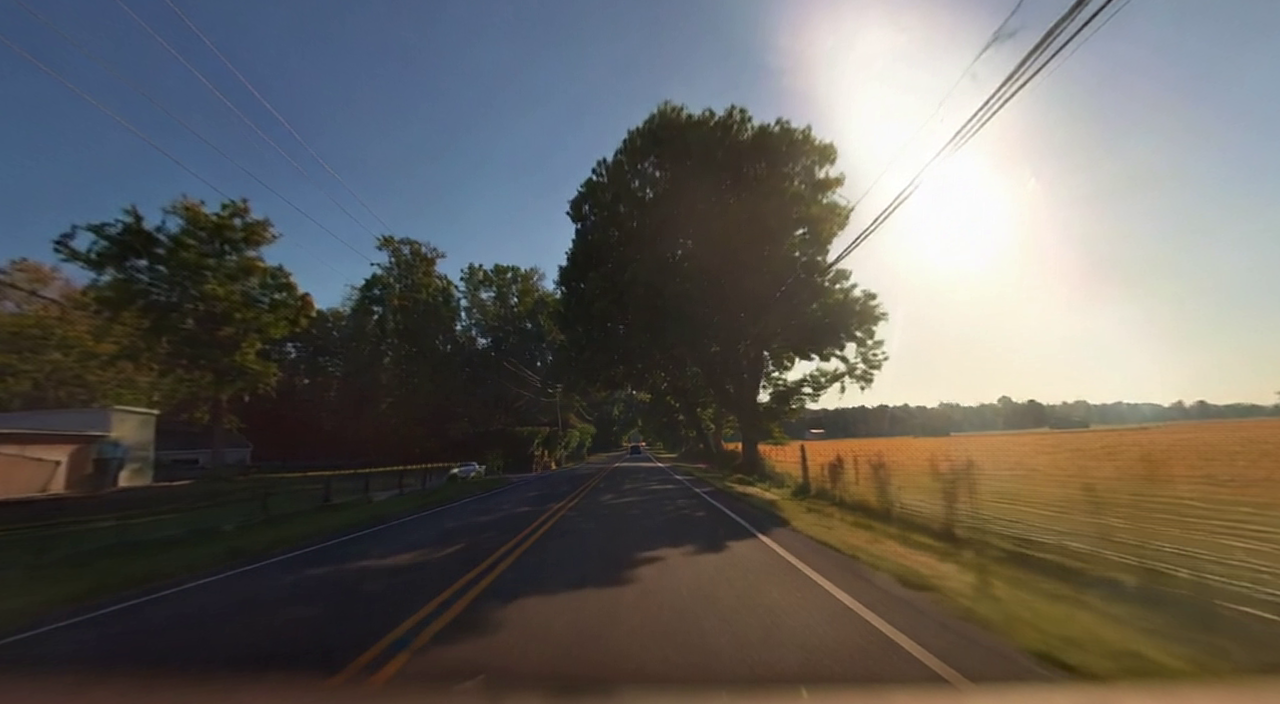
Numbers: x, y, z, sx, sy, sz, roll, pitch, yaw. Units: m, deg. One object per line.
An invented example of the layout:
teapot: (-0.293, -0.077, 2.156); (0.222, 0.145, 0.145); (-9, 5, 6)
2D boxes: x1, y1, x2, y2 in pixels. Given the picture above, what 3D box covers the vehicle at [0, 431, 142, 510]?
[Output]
vehicle: (-27.123, 5.171, 27.911); (2.681, 3.188, 7.534); (-4, -9, 18)
